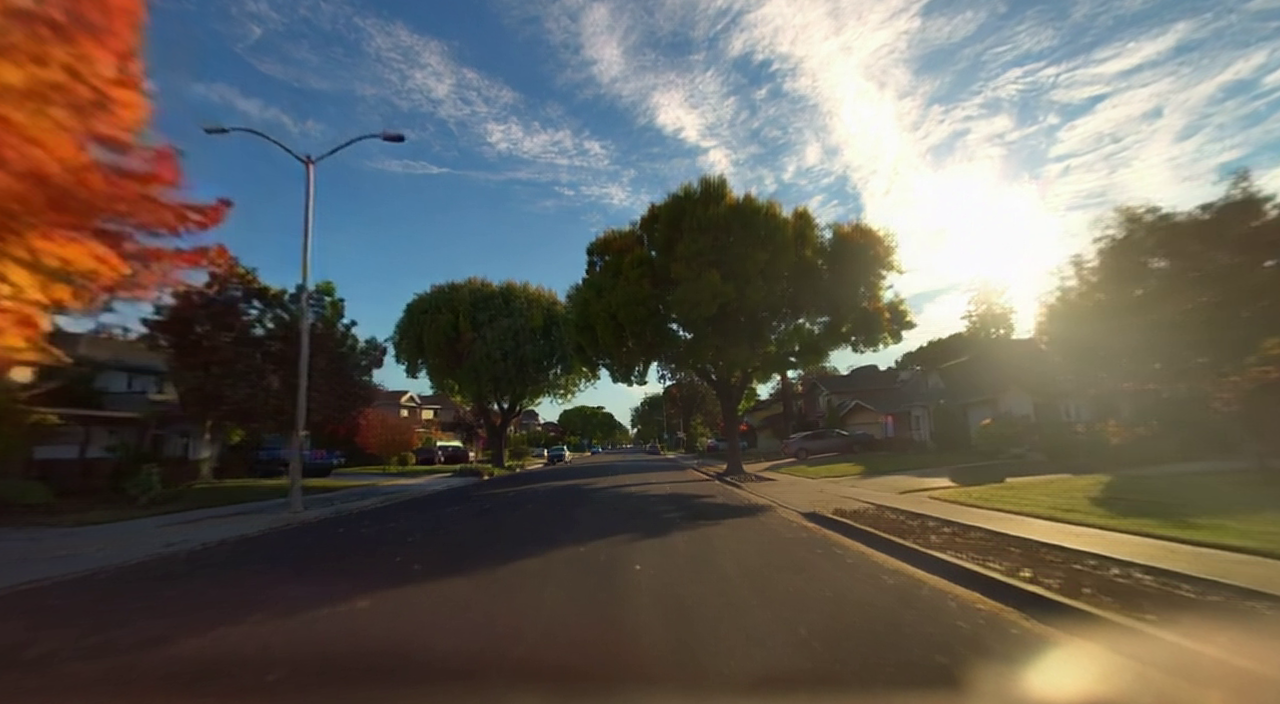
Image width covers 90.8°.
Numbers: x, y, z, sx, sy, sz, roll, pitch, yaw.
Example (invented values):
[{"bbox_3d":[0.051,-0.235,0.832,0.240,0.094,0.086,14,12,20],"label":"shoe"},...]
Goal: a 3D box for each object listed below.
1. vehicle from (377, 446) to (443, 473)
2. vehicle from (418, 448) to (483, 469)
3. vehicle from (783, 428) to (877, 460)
[{"bbox_3d":[-14.184,6.633,39.245,1.982,1.596,3.988,-2,-9,12],"label":"vehicle"},{"bbox_3d":[-14.524,8.178,48.593,4.285,1.483,1.954,0,-9,0],"label":"vehicle"},{"bbox_3d":[10.438,5.125,35.027,4.582,1.680,2.223,-1,-9,4],"label":"vehicle"}]
